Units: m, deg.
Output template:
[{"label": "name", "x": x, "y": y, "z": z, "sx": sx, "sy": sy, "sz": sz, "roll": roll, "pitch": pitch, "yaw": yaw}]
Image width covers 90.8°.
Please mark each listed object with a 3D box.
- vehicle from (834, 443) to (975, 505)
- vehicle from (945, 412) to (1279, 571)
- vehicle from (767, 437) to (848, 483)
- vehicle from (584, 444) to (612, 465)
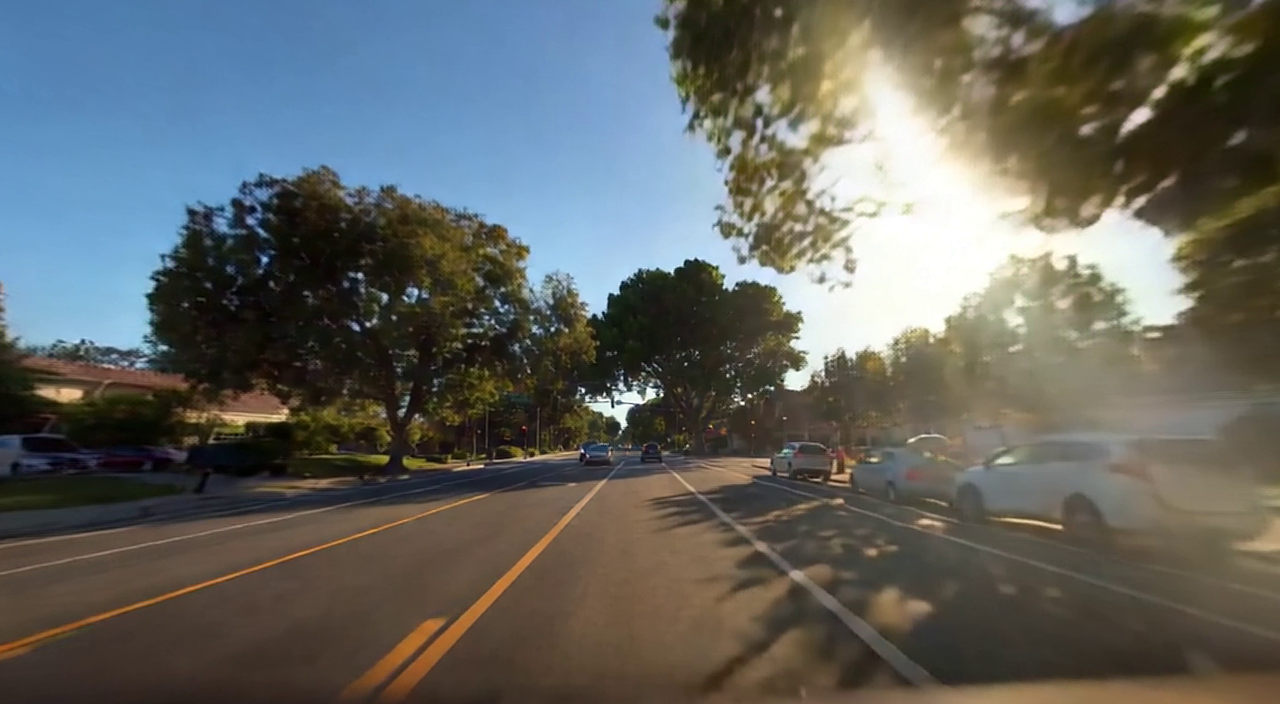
[{"label": "vehicle", "x": 7.173, "y": 3.329, "z": 17.798, "sx": 1.922, "sy": 1.473, "sz": 4.738, "roll": 0, "pitch": -9, "yaw": 0}, {"label": "vehicle", "x": 7.186, "y": 2.038, "z": 10.018, "sx": 2.088, "sy": 1.848, "sz": 4.936, "roll": 0, "pitch": -9, "yaw": -2}, {"label": "vehicle", "x": 7.246, "y": 4.725, "z": 27.953, "sx": 2.132, "sy": 1.793, "sz": 5.003, "roll": 0, "pitch": -9, "yaw": -1}, {"label": "vehicle", "x": -3.221, "y": 7.957, "z": 49.320, "sx": 1.915, "sy": 1.553, "sz": 3.846, "roll": 0, "pitch": -9, "yaw": 0}]
